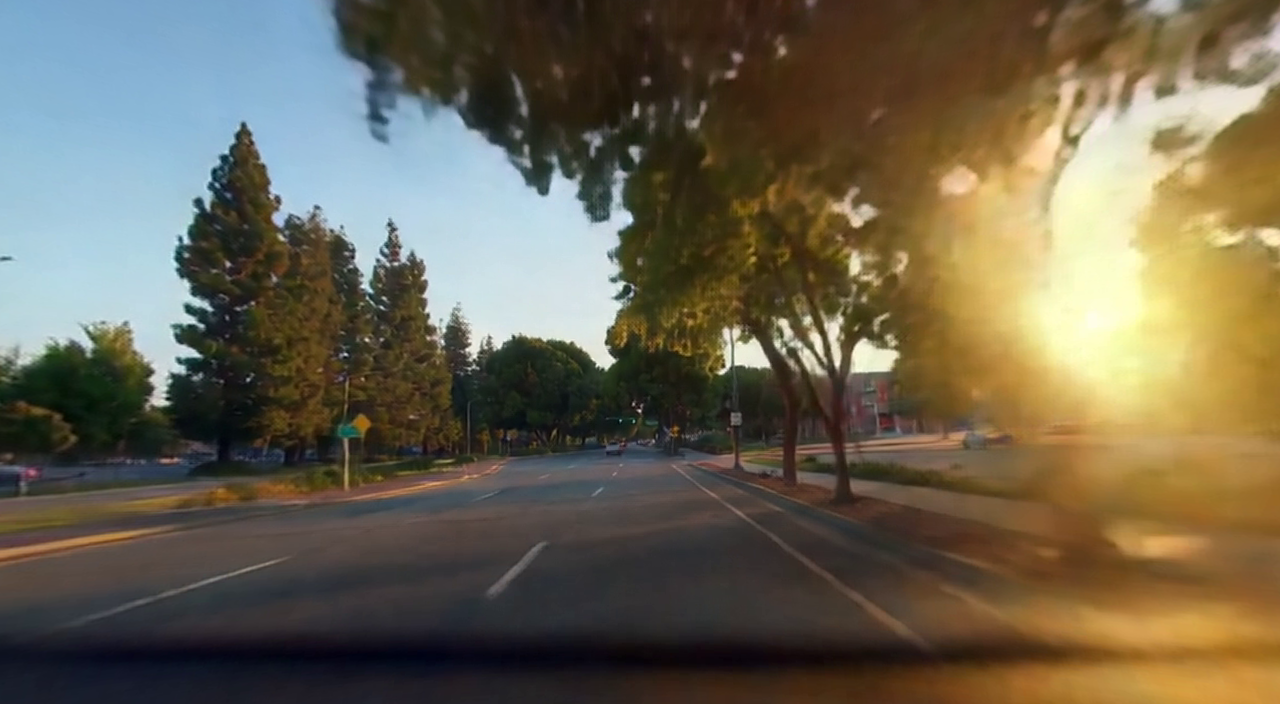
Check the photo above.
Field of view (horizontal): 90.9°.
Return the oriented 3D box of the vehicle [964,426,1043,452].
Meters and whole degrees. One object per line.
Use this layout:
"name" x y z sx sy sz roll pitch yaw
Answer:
"vehicle" 25.854 6.207 44.947 4.384 1.682 1.866 -2 -9 2
